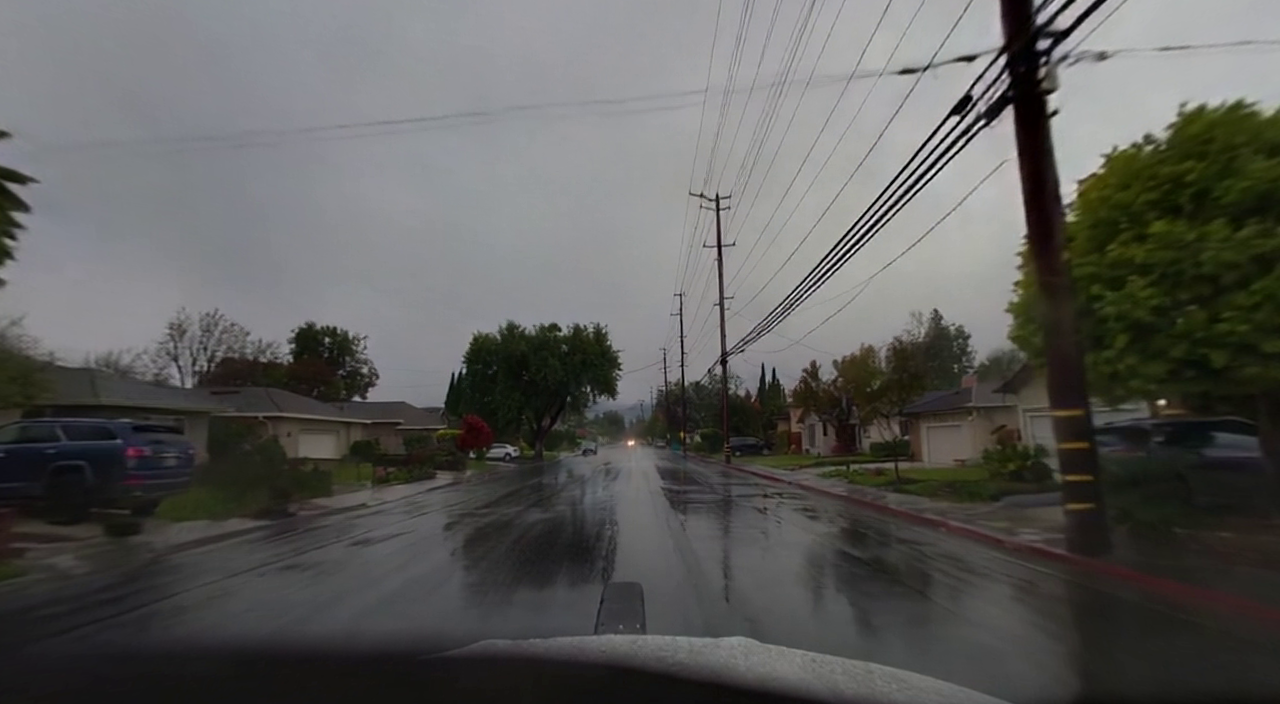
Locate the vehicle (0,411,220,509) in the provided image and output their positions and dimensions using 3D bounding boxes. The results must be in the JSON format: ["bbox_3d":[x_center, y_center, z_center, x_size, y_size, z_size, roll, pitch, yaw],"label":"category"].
[{"bbox_3d":[-12.365,2.236,13.306,5.186,1.842,2.465,0,-8,-1],"label":"vehicle"}]

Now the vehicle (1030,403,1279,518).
[{"bbox_3d":[10.255,1.875,11.169,5.221,1.798,2.211,0,-8,-2],"label":"vehicle"}]
